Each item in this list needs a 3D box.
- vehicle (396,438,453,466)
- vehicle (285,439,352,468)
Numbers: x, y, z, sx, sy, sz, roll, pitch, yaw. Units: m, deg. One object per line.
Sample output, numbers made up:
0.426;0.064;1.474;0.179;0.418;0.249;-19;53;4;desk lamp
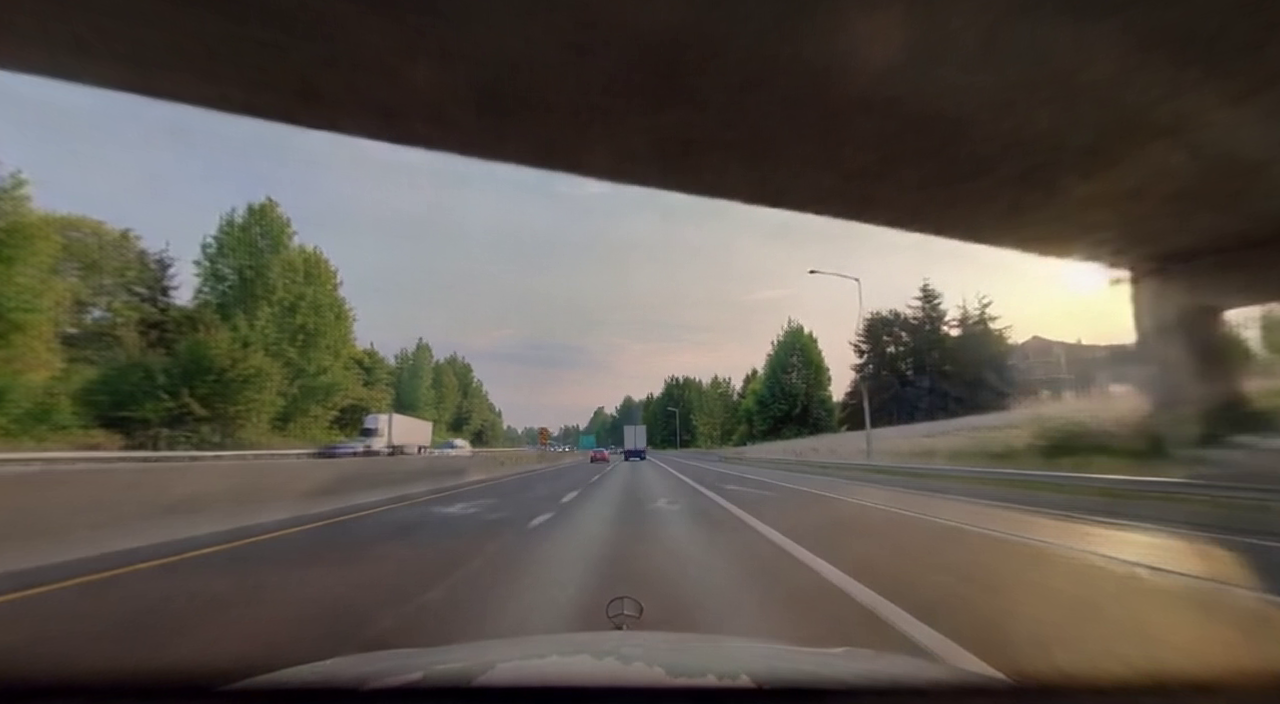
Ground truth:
-12.059;5.619;35.455;1.757;1.476;3.783;0;-9;1;vehicle
-15.790;5.002;31.105;1.515;1.370;3.291;0;-9;1;vehicle
